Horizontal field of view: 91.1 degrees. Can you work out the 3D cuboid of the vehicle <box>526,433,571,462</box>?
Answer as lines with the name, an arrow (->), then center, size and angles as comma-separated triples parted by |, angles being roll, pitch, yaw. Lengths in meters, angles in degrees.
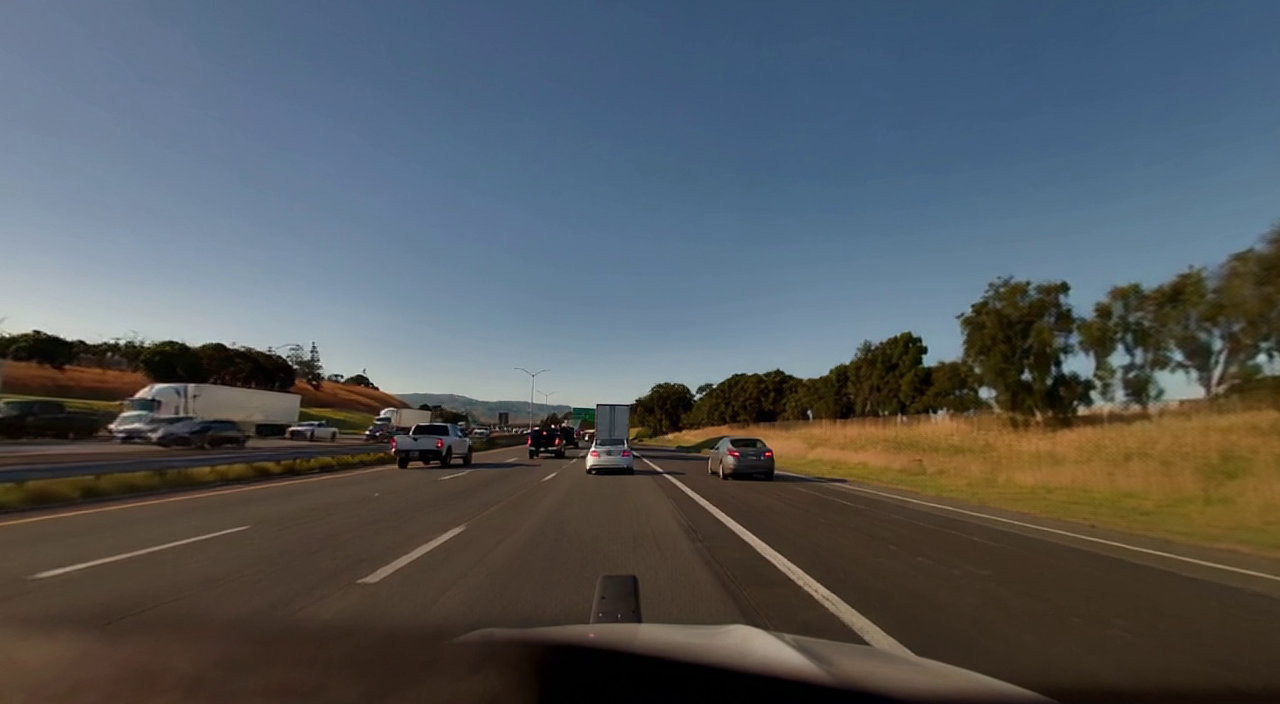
vehicle -> -5.060, 5.331, 35.325 | 2.046, 1.493, 4.384 | 0, -8, -2

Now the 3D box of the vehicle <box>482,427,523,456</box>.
vehicle -> -9.428, 6.178, 43.444 | 1.992, 1.838, 4.493 | 0, -8, -2

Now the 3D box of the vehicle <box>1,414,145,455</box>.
vehicle -> -23.387, 3.439, 26.204 | 2.068, 1.563, 4.337 | 0, -8, -3

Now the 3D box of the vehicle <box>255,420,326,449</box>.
vehicle -> -20.148, 4.770, 36.435 | 1.831, 1.575, 4.218 | 0, -8, -3

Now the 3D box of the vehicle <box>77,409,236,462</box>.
vehicle -> -15.493, 2.730, 20.487 | 1.977, 1.542, 4.157 | 0, -8, -2

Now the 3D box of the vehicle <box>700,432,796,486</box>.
vehicle -> 3.229, 3.295, 19.785 | 1.981, 1.474, 4.396 | 0, -8, -4

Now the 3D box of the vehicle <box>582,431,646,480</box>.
vehicle -> -0.872, 3.463, 21.341 | 1.980, 1.478, 3.758 | 0, -8, -2

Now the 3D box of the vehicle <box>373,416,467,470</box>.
vehicle -> -8.652, 3.620, 25.206 | 2.158, 1.943, 4.662 | 0, -8, -1
